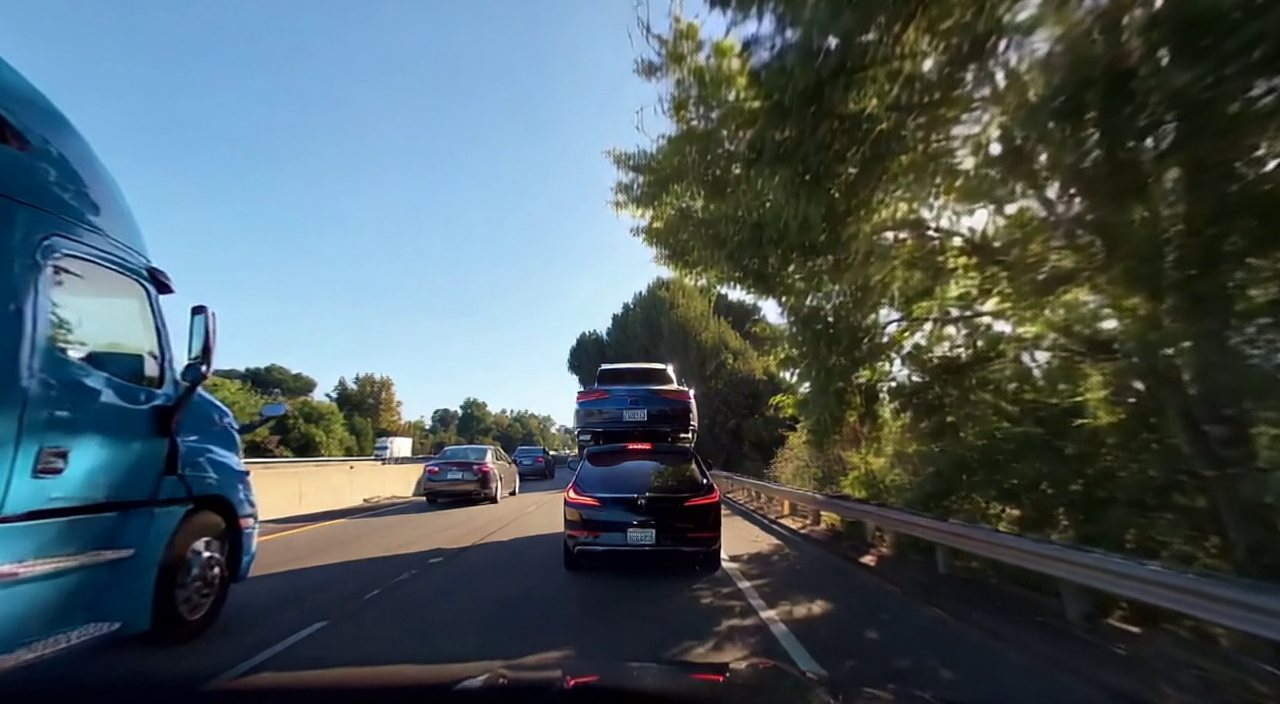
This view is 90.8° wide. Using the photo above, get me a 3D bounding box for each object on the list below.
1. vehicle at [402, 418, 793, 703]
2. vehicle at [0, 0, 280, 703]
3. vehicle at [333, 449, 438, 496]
[{"bbox_3d":[-0.258,1.364,4.998,1.991,1.507,3.391,0,-9,-2],"label":"vehicle"},{"bbox_3d":[-4.507,-0.158,2.114,2.963,3.836,6.016,0,-9,-1],"label":"vehicle"},{"bbox_3d":[-8.777,4.157,22.209,1.834,1.469,4.362,0,-9,1],"label":"vehicle"}]
